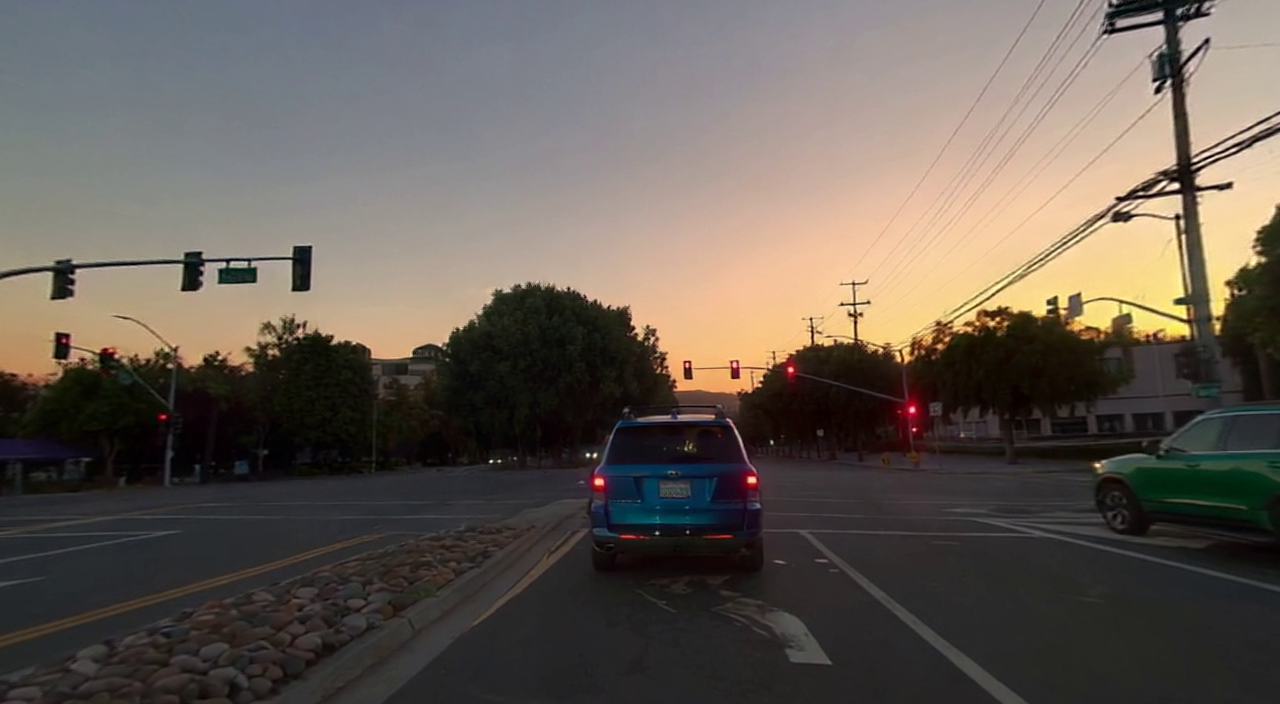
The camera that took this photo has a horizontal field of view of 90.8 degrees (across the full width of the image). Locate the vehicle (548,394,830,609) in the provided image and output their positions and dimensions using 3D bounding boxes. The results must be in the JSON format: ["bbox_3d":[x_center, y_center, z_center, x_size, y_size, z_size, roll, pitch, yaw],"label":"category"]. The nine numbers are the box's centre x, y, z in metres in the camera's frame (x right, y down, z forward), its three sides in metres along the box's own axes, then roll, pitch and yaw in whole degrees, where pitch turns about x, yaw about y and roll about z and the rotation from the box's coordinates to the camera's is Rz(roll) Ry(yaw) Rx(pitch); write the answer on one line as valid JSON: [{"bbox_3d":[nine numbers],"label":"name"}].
[{"bbox_3d":[0.479,1.541,7.351,2.285,1.729,4.252,-1,-9,3],"label":"vehicle"}]

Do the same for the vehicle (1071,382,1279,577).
[{"bbox_3d":[7.143,1.292,6.575,2.119,1.827,4.806,-1,-9,4],"label":"vehicle"}]
